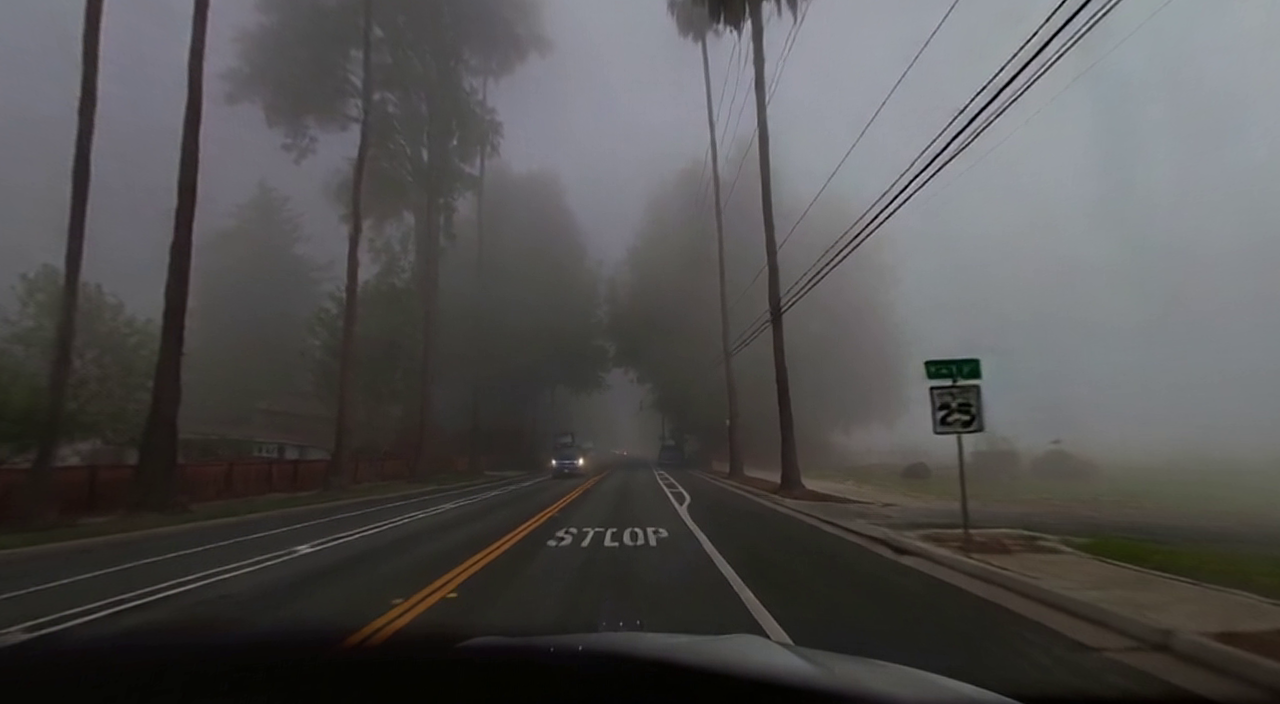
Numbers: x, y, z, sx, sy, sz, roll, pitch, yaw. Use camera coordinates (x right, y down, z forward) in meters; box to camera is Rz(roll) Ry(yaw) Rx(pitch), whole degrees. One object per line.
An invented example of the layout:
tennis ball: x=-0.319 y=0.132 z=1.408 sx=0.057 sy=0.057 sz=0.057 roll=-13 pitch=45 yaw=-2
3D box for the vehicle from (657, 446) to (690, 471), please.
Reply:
vehicle: x=2.583 y=8.345 z=49.869 sx=2.168 sy=1.851 sz=4.861 roll=0 pitch=-9 yaw=-1

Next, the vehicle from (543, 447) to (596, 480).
vehicle: x=-3.835 y=6.184 z=35.403 sx=2.336 sy=1.669 sz=5.581 roll=0 pitch=-9 yaw=0
